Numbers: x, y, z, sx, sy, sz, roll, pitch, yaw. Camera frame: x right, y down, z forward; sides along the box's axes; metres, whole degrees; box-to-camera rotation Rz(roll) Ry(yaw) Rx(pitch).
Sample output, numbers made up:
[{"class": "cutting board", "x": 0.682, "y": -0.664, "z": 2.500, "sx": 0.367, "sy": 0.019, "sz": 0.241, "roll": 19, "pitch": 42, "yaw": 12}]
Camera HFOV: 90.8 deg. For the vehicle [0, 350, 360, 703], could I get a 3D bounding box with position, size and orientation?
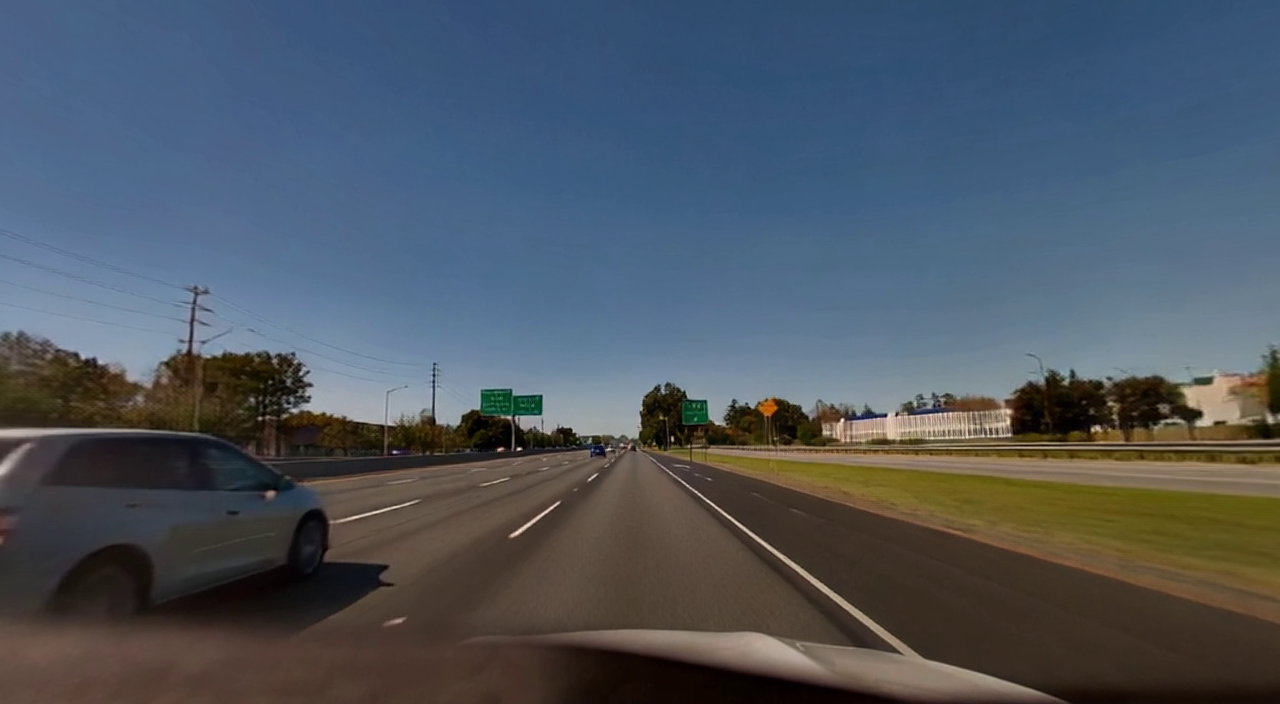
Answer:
[{"class": "vehicle", "x": -3.905, "y": 1.059, "z": 3.956, "sx": 2.150, "sy": 1.761, "sz": 4.697, "roll": 0, "pitch": -8, "yaw": 0}]
